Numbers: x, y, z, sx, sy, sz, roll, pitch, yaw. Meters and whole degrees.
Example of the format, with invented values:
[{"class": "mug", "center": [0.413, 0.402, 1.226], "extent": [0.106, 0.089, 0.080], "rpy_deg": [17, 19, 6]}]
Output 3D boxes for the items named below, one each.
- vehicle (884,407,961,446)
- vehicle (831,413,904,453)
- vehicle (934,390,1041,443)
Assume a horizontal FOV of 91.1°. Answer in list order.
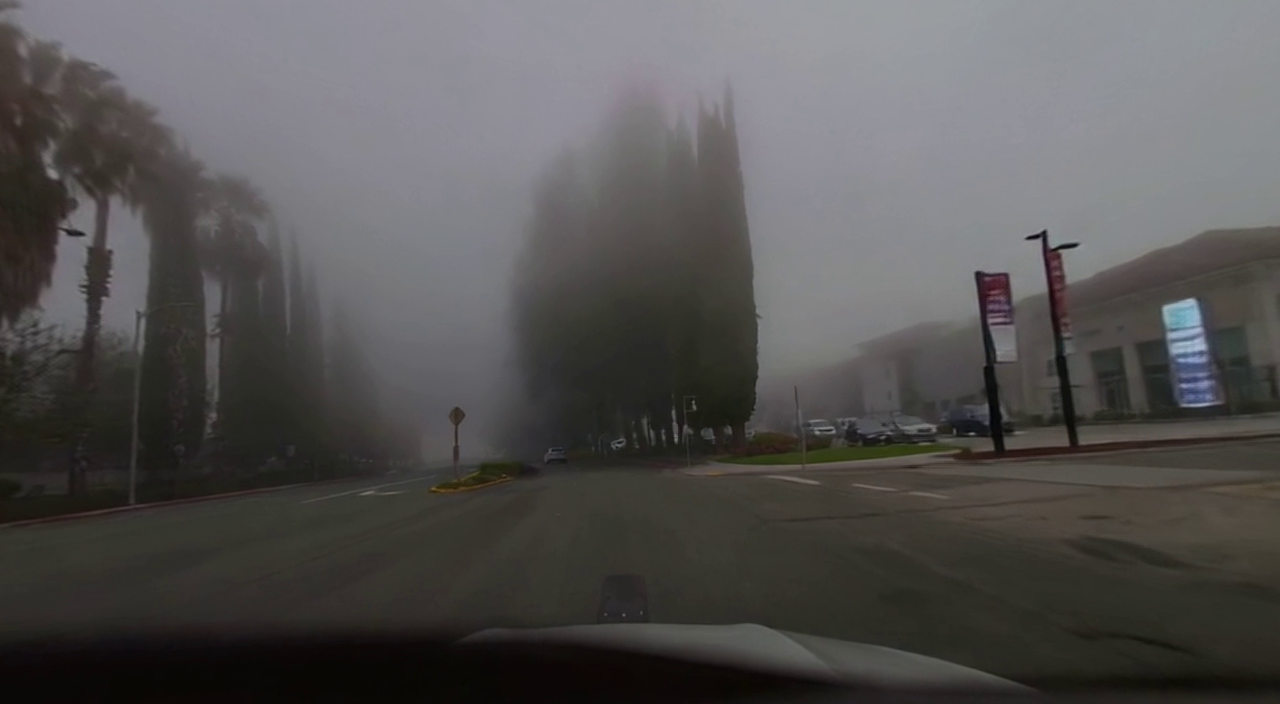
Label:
[{"class": "vehicle", "center": [13.214, 3.586, 29.667], "extent": [2.065, 1.687, 4.584], "rpy_deg": [-1, -8, 8]}, {"class": "vehicle", "center": [10.630, 3.876, 29.741], "extent": [2.196, 1.715, 4.918], "rpy_deg": [-1, -8, 8]}, {"class": "vehicle", "center": [16.081, 3.108, 29.463], "extent": [2.237, 1.962, 5.424], "rpy_deg": [-9, -9, 6]}]
